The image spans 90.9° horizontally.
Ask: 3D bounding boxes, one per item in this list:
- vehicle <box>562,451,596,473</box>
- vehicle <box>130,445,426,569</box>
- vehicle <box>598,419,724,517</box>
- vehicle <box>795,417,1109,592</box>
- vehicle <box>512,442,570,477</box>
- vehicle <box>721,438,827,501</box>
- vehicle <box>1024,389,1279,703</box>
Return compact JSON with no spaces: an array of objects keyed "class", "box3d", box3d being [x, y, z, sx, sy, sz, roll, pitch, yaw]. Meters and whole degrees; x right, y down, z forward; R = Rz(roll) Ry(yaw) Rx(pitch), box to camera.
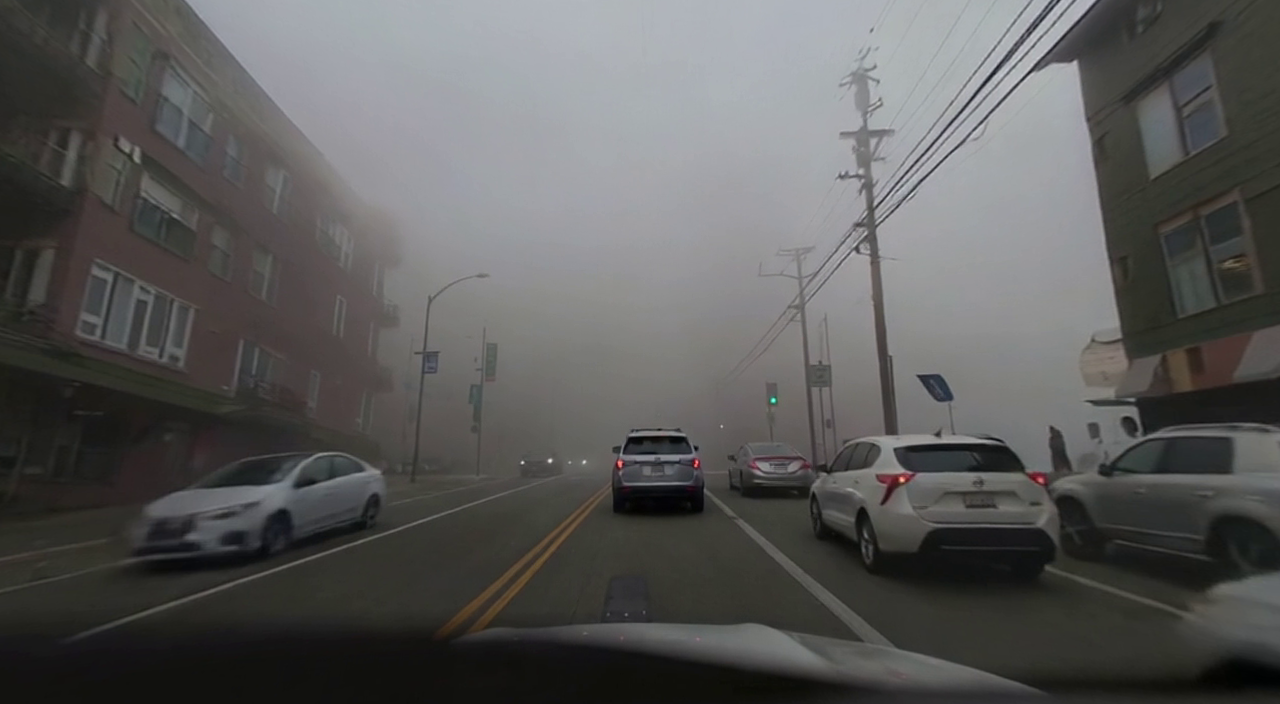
[{"class":"vehicle","box3d":[-4.720,8.623,49.519,2.014,1.538,4.275,-1,-8,3]},{"class":"vehicle","box3d":[-5.244,2.246,10.075,1.966,1.470,4.528,0,-8,1]},{"class":"vehicle","box3d":[0.371,2.351,13.277,2.232,1.736,4.036,0,-8,0]},{"class":"vehicle","box3d":[3.352,1.684,7.842,1.906,1.578,4.020,0,-8,1]},{"class":"vehicle","box3d":[-5.171,5.655,33.495,2.215,1.703,4.614,0,-8,2]},{"class":"vehicle","box3d":[3.381,3.039,16.811,1.970,1.452,4.227,0,-8,1]},{"class":"vehicle","box3d":[3.120,0.698,0.863,2.116,1.487,4.988,0,-8,1]}]
